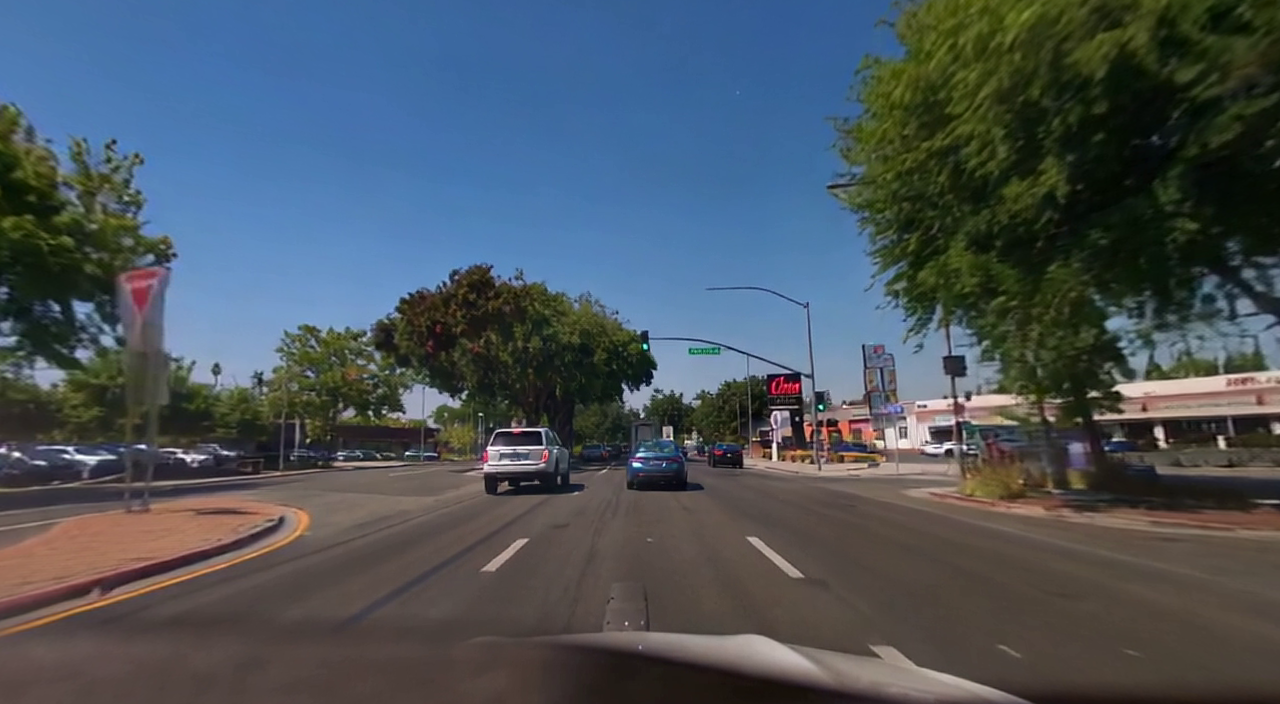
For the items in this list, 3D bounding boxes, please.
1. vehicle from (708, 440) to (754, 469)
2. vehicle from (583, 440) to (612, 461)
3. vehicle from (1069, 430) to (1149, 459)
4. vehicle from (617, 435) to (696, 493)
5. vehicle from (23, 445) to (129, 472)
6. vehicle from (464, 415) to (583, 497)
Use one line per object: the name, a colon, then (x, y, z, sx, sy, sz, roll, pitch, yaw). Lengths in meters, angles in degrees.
vehicle: (5.004, 5.675, 35.192, 1.900, 1.507, 4.151, 0, -8, 0)
vehicle: (-3.160, 7.365, 47.191, 1.902, 1.522, 3.523, 0, -8, 0)
vehicle: (32.871, 6.439, 44.130, 5.720, 1.822, 2.307, 3, -9, -30)
vehicle: (0.414, 3.224, 18.500, 2.061, 1.494, 4.079, 0, -8, 0)
vehicle: (-30.771, 5.798, 34.458, 3.979, 1.442, 1.793, 0, -8, 0)
vehicle: (-3.012, 2.862, 17.642, 2.289, 1.935, 5.227, 0, -8, 0)
